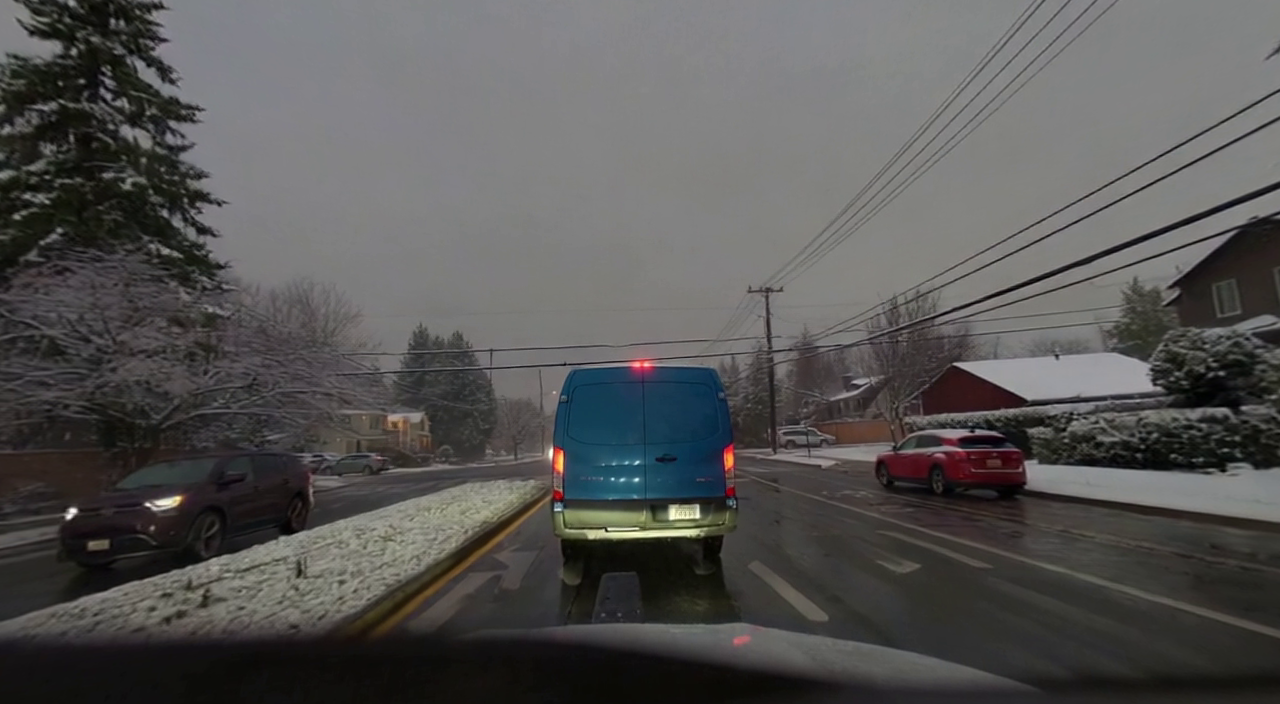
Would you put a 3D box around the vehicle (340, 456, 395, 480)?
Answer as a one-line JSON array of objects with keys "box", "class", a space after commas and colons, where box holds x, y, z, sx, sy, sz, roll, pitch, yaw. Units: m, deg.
[{"box": [-18.335, 7.807, 42.721, 1.816, 1.445, 4.120, 0, -9, 0], "class": "vehicle"}]

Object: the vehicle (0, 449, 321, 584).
[{"box": [-7.490, 2.508, 10.615, 1.997, 1.724, 4.417, 0, -9, -1], "class": "vehicle"}]

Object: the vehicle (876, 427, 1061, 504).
[{"box": [7.350, 2.570, 14.726, 1.883, 1.504, 4.220, 0, -9, -2], "class": "vehicle"}]

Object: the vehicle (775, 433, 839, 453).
[{"box": [13.152, 7.186, 49.815, 4.483, 1.463, 1.805, 0, -8, -1], "class": "vehicle"}]

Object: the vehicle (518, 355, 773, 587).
[{"box": [0.057, 1.451, 8.342, 2.342, 2.142, 4.809, 0, -9, 0], "class": "vehicle"}]
